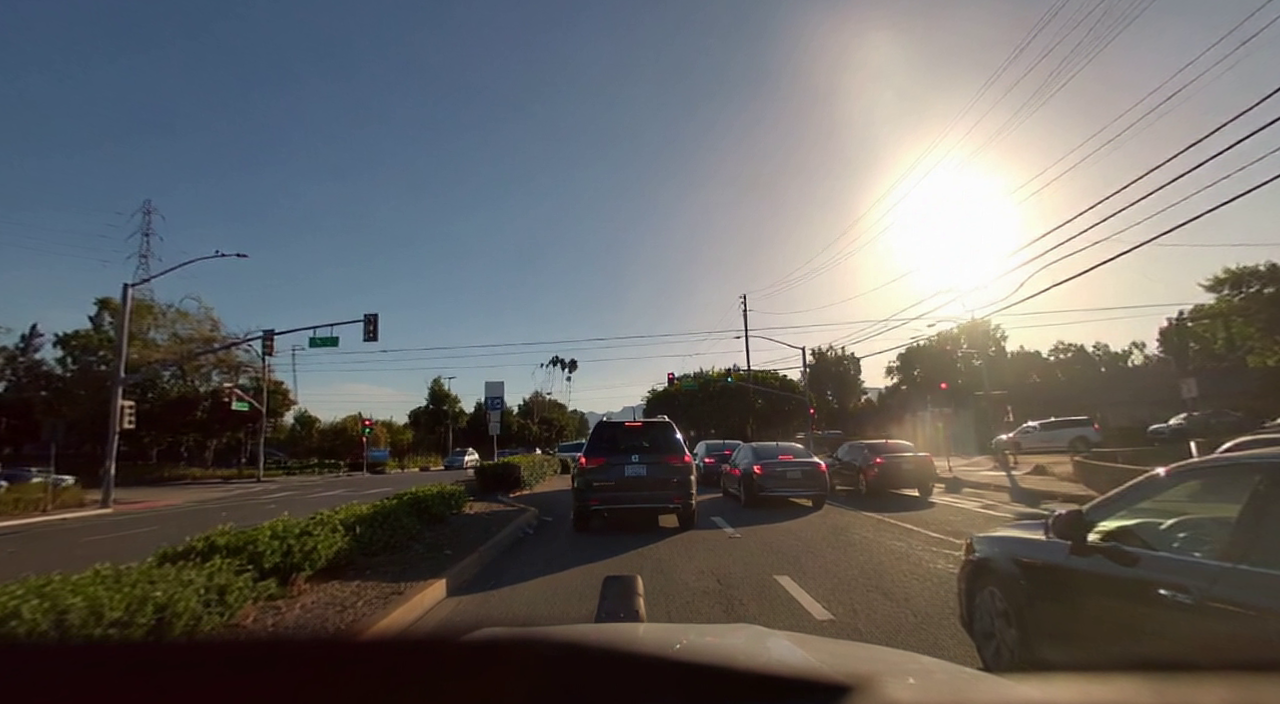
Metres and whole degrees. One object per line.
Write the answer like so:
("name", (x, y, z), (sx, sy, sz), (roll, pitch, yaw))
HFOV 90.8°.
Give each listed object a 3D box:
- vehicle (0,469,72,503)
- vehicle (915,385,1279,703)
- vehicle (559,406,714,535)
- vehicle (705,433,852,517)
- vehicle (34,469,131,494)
("vehicle", (-33.367, 7.090, 33.474), (4.550, 1.601, 1.766), (1, -8, -7))
("vehicle", (2.751, 0.830, 1.774), (2.004, 1.460, 4.297), (0, -8, 0))
("vehicle", (-0.090, 2.081, 11.663), (2.236, 1.856, 4.816), (0, -8, -1))
("vehicle", (2.707, 2.521, 13.490), (2.025, 1.477, 4.333), (0, -8, -2))
("vehicle", (-38.158, 8.841, 43.317), (4.569, 1.505, 1.992), (1, -9, -5))
